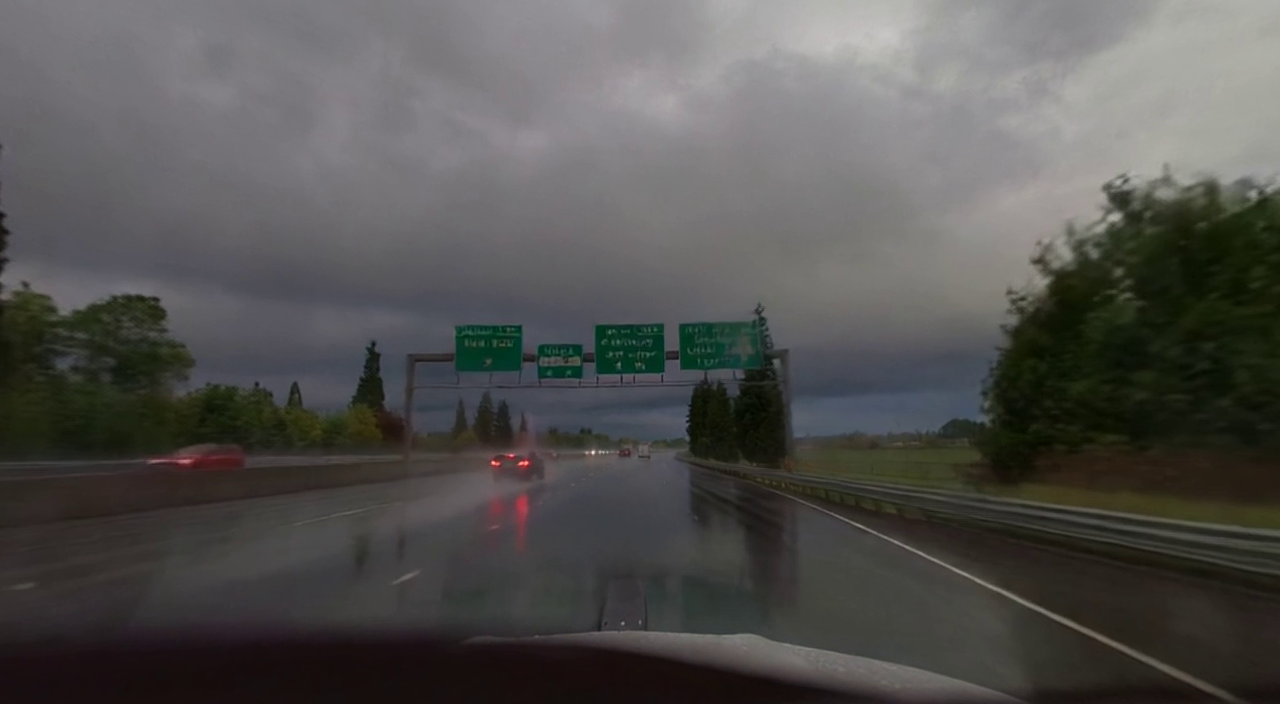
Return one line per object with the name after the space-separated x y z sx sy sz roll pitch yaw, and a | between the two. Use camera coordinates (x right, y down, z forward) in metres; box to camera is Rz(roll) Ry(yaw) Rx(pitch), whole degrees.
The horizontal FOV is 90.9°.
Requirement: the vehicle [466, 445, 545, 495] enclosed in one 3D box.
-4.723 4.198 22.771 1.875 1.587 4.687 -1 -9 -1 | vehicle
